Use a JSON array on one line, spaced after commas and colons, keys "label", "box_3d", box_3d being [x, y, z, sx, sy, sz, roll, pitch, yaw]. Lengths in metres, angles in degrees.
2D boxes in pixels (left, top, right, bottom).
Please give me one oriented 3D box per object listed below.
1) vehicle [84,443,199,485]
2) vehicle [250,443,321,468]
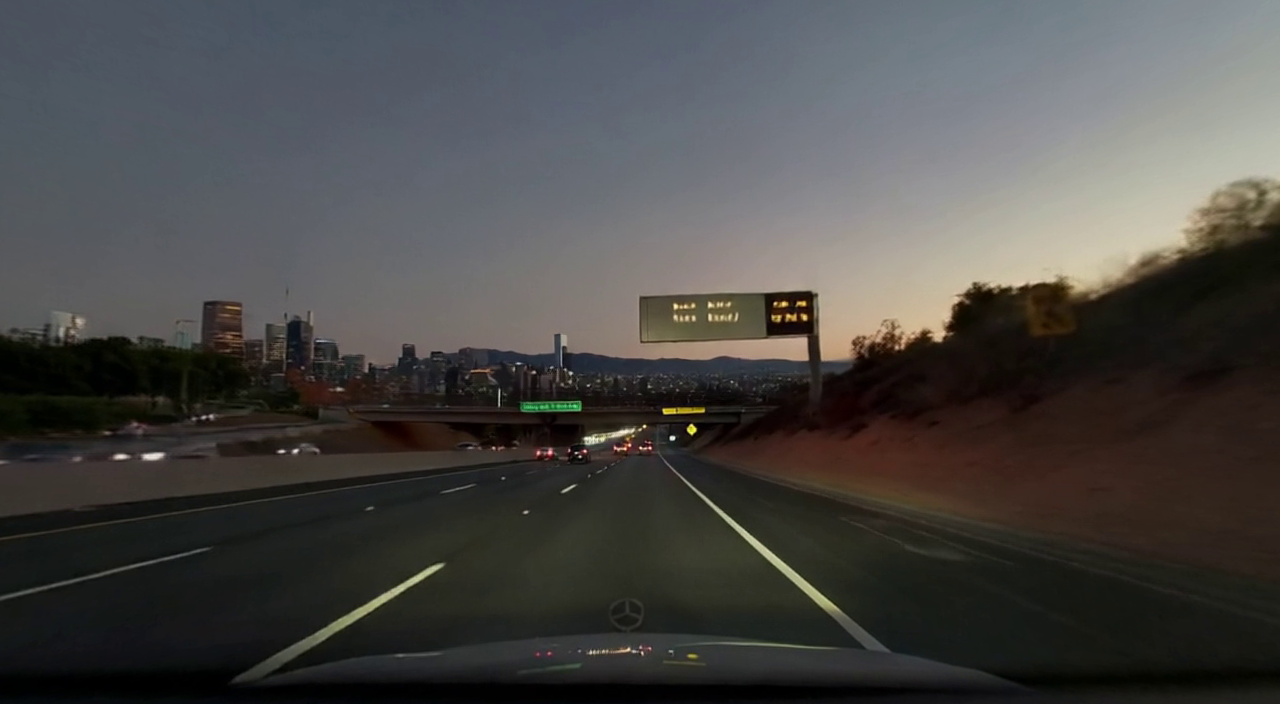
[{"label": "vehicle", "box_3d": [-17.057, 3.816, 21.761, 1.408, 1.314, 3.169, 0, -8, -1]}, {"label": "vehicle", "box_3d": [-27.811, 8.135, 49.702, 2.679, 1.808, 5.054, 0, -8, -1]}]
